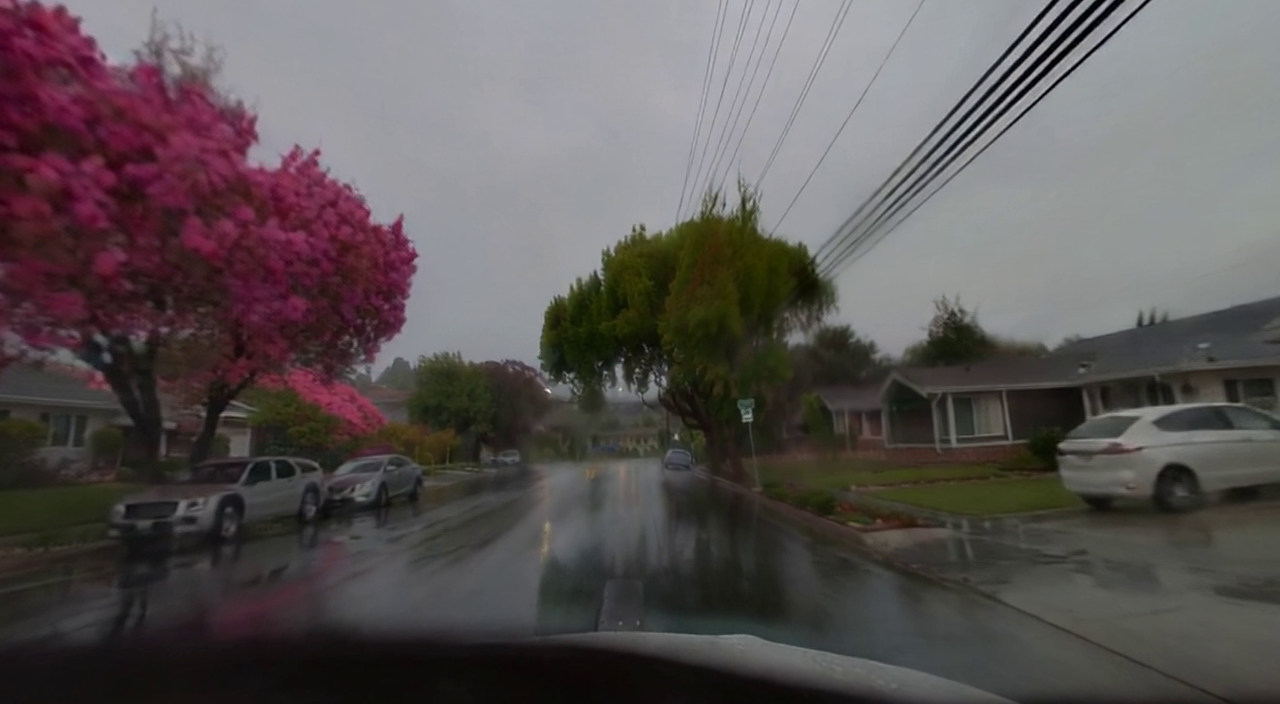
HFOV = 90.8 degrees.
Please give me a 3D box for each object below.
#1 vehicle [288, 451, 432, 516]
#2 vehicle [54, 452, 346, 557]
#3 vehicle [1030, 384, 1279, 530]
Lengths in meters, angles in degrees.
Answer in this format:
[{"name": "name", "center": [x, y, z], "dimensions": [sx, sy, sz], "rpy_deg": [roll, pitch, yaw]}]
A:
[{"name": "vehicle", "center": [-7.312, 3.446, 17.083], "dimensions": [1.896, 1.484, 4.298], "rpy_deg": [0, -9, 0]}, {"name": "vehicle", "center": [-7.558, 2.604, 11.609], "dimensions": [2.034, 1.493, 4.524], "rpy_deg": [0, -9, 1]}, {"name": "vehicle", "center": [8.629, 1.482, 9.540], "dimensions": [4.025, 1.738, 1.920], "rpy_deg": [-6, -9, -1]}]
